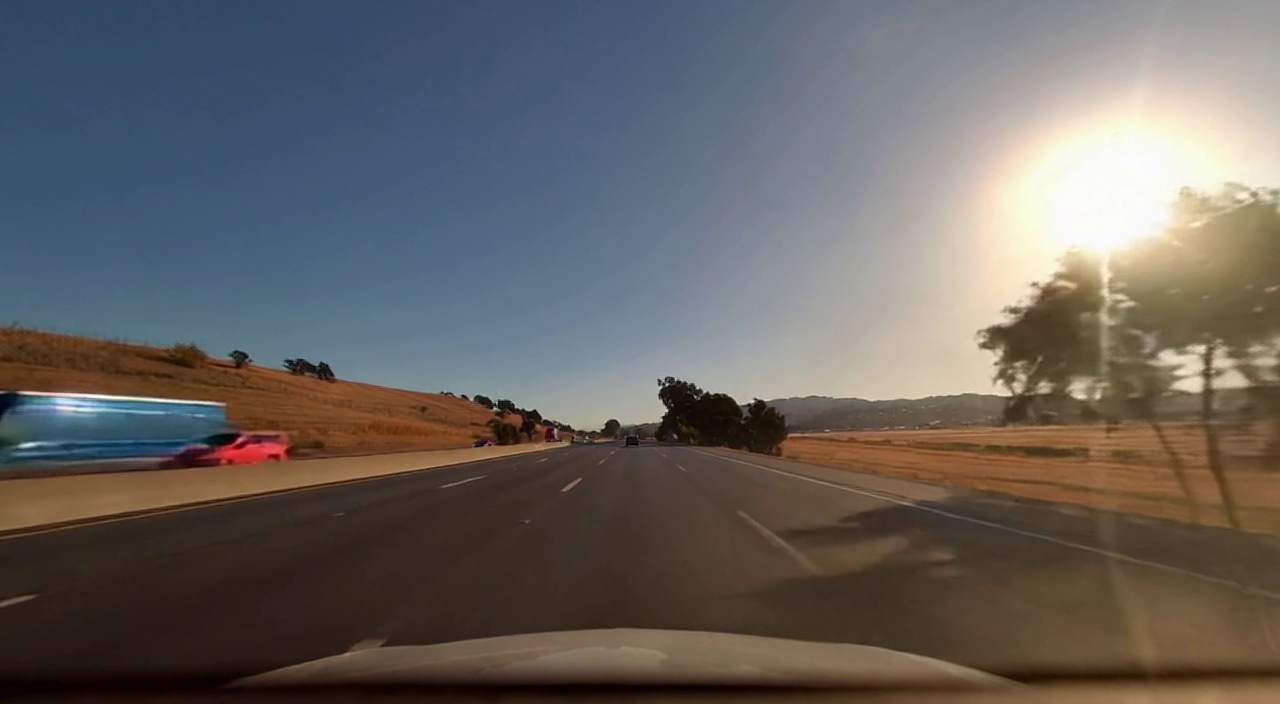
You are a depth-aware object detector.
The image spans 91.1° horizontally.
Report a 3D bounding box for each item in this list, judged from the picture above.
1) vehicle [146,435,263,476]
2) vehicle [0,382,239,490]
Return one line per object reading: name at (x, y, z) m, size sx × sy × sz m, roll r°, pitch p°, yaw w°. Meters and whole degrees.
vehicle at (-19.816, 4.687, 28.923) m, size 2.060 × 1.672 × 4.700 m, roll 0°, pitch -8°, yaw 0°
vehicle at (-27.364, 4.217, 31.326) m, size 3.108 × 4.299 × 18.135 m, roll 0°, pitch -8°, yaw -1°
